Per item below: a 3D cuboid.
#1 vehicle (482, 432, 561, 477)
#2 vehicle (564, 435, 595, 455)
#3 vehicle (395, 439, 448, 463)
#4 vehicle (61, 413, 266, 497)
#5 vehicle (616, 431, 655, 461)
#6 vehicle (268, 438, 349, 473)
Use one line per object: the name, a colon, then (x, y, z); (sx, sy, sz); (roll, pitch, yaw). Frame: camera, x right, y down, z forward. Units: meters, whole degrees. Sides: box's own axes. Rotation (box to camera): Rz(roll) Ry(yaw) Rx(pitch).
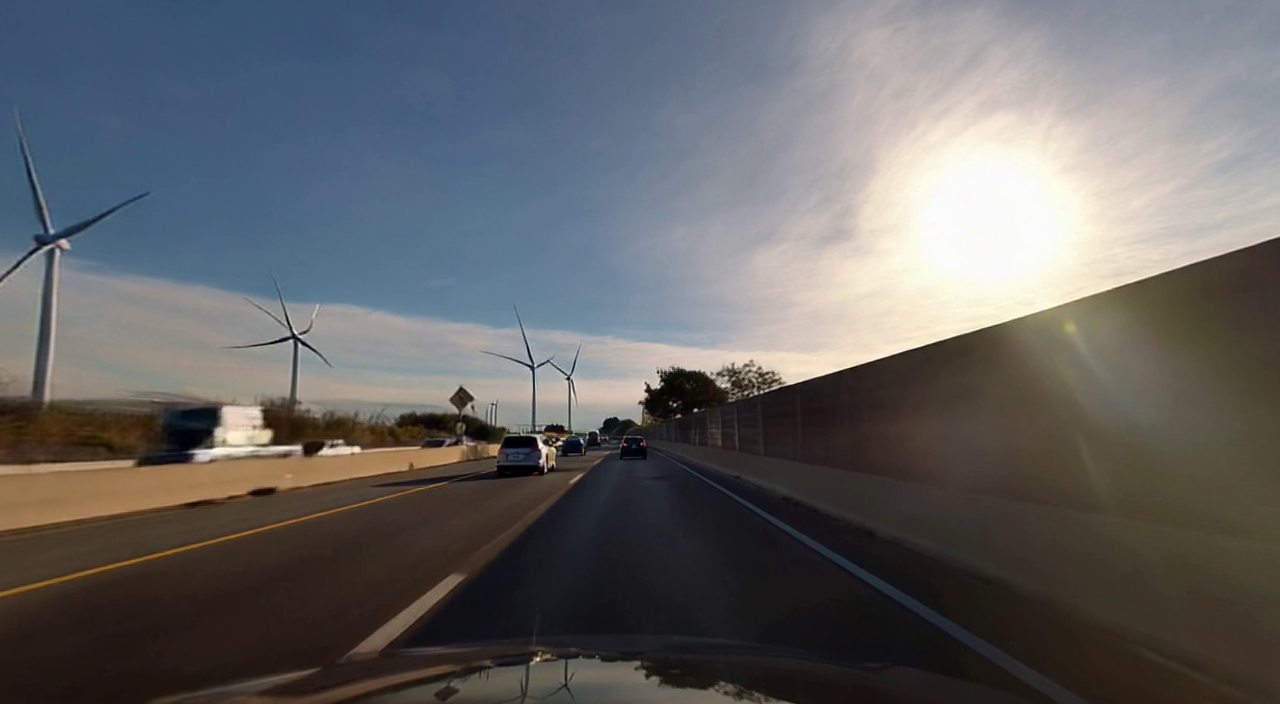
vehicle: (-4.138, 3.642, 22.803); (1.998, 1.468, 4.635); (0, -8, 0)
vehicle: (-4.518, 7.006, 47.473); (2.059, 1.436, 3.802); (0, -8, -1)
vehicle: (-14.223, 6.454, 41.244); (1.876, 1.452, 4.670); (0, -8, -1)
vehicle: (-13.528, 2.931, 18.436); (2.055, 2.120, 5.013); (0, -8, -1)
vehicle: (-0.291, 5.186, 34.813); (2.027, 1.550, 3.607); (0, -8, -1)
vehicle: (-18.026, 5.615, 34.547); (2.026, 1.726, 4.400); (0, -7, 0)
